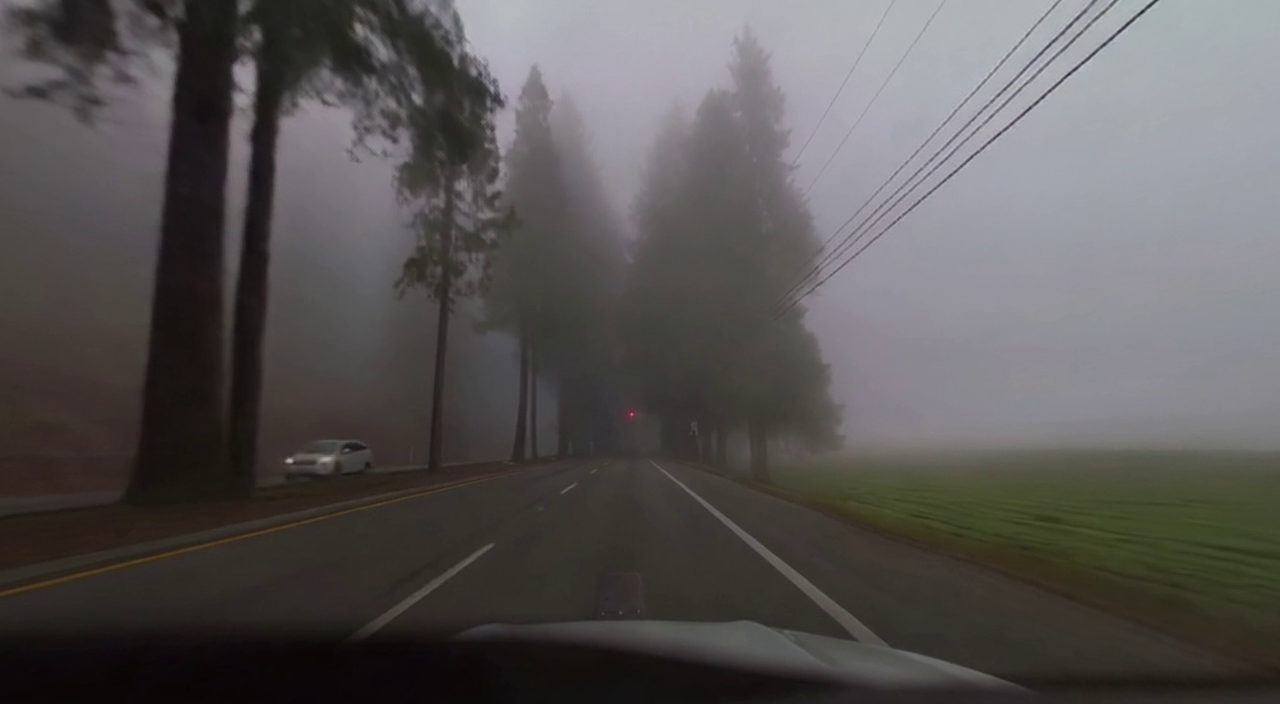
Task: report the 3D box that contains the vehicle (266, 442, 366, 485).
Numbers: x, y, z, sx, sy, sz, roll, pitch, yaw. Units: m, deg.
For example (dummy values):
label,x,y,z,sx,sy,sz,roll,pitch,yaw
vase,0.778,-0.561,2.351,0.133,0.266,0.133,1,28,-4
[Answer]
label,x,y,z,sx,sy,sz,roll,pitch,yaw
vehicle,-14.352,4.946,28.368,2.037,1.712,4.576,0,-9,0
